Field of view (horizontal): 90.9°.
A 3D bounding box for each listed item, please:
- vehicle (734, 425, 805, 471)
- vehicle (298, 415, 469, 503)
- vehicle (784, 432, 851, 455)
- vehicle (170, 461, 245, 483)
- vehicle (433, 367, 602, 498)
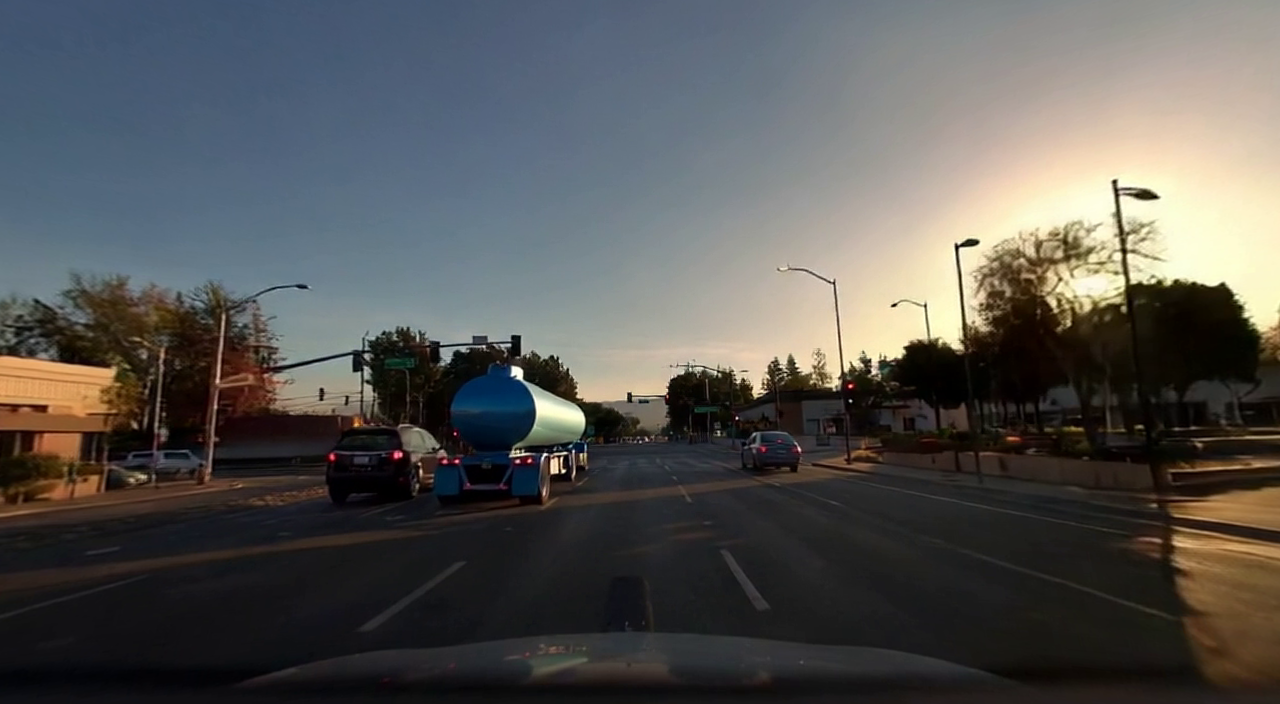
[{"bbox_3d":[5.828,4.408,29.036,2.093,1.926,4.749,0,-8,-2],"label":"vehicle"},{"bbox_3d":[-6.662,2.868,17.322,2.375,1.989,5.497,0,-8,0],"label":"vehicle"},{"bbox_3d":[12.803,6.683,45.799,4.450,1.580,1.808,-2,-8,9],"label":"vehicle"},{"bbox_3d":[-30.797,8.525,44.918,4.507,1.470,1.816,-2,-9,15],"label":"vehicle"},{"bbox_3d":[-3.232,2.880,21.922,2.841,3.004,14.901,0,-8,0],"label":"vehicle"}]
